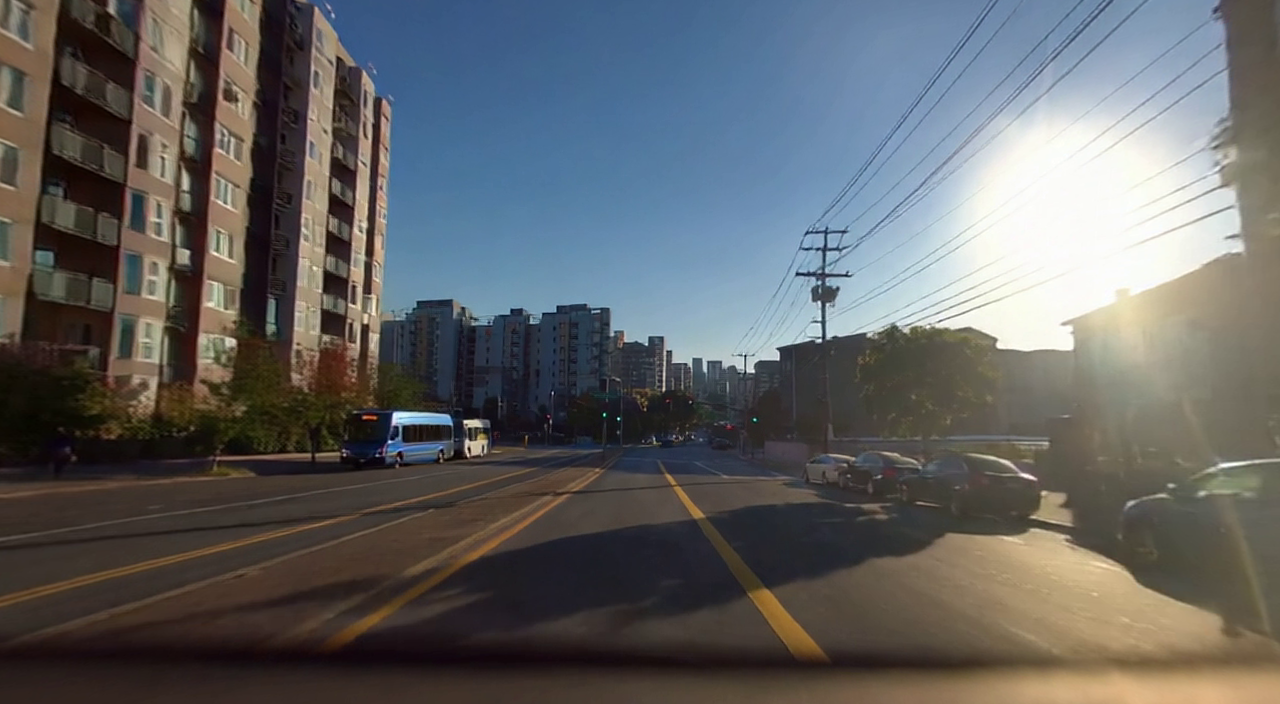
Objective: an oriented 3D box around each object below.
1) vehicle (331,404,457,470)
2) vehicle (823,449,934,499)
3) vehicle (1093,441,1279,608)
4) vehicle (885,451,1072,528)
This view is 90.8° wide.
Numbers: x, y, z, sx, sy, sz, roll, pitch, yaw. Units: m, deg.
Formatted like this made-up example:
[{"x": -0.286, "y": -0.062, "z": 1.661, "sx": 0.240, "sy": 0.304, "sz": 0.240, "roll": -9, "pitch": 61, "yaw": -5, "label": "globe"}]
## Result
[{"x": -13.856, "y": 5.047, "z": 36.931, "sx": 3.060, "sy": 3.307, "sz": 9.997, "roll": 0, "pitch": -8, "yaw": 2, "label": "vehicle"}, {"x": 8.037, "y": 4.124, "z": 21.838, "sx": 1.996, "sy": 1.473, "sz": 4.740, "roll": 0, "pitch": -8, "yaw": 0, "label": "vehicle"}, {"x": 7.776, "y": 1.848, "z": 6.896, "sx": 2.143, "sy": 1.731, "sz": 4.781, "roll": 0, "pitch": -8, "yaw": 1, "label": "vehicle"}, {"x": 7.936, "y": 3.221, "z": 15.478, "sx": 1.997, "sy": 1.517, "sz": 4.755, "roll": 0, "pitch": -8, "yaw": 1, "label": "vehicle"}]
